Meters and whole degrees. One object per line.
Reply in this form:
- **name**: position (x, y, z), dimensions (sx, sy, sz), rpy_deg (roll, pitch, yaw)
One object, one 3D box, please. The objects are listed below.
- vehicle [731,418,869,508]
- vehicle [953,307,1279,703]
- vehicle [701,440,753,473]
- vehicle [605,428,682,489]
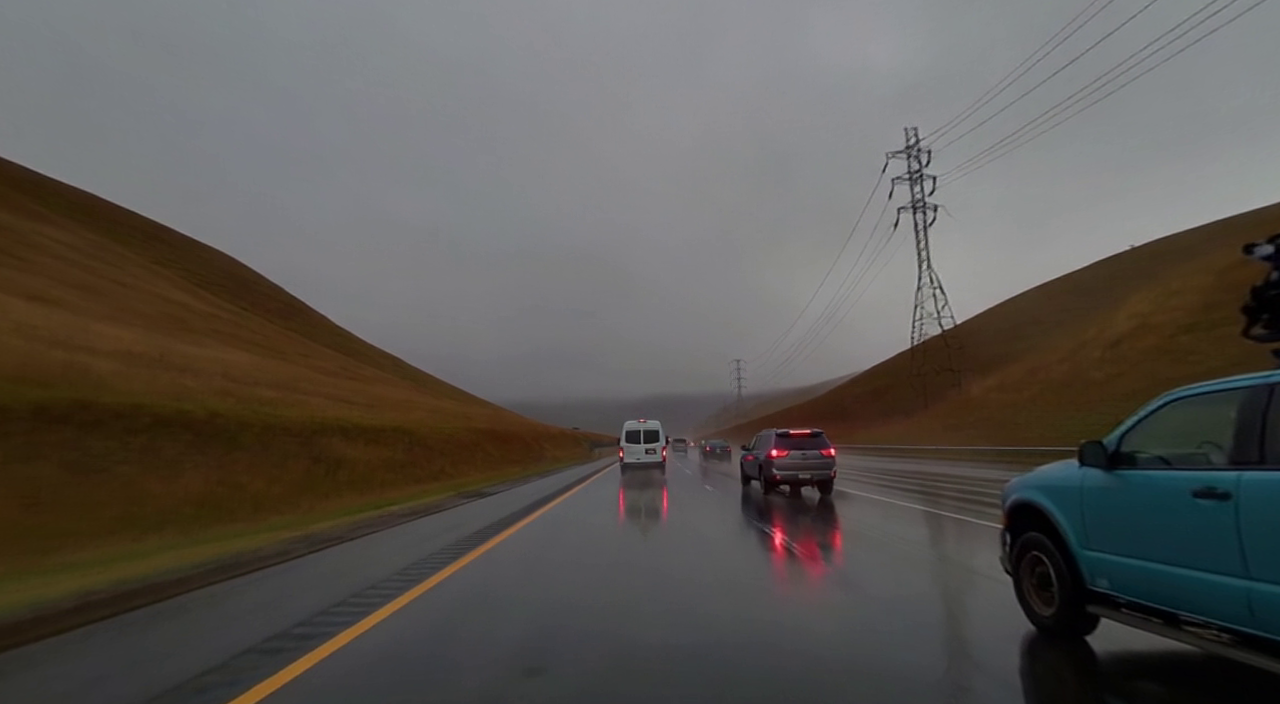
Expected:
- **vehicle**: position (3.600, 2.614, 15.223), dimensions (2.139, 1.821, 4.480), rpy_deg (0, -8, 0)
- **vehicle**: position (3.960, 0.727, 2.241), dimensions (2.691, 1.901, 5.744), rpy_deg (0, -8, -1)
- **vehicle**: position (4.095, 4.988, 30.408), dimensions (1.938, 1.466, 4.356), rpy_deg (0, -8, 1)
- **vehicle**: position (0.138, 3.490, 20.926), dimensions (2.268, 1.772, 4.523), rpy_deg (0, -8, 1)
